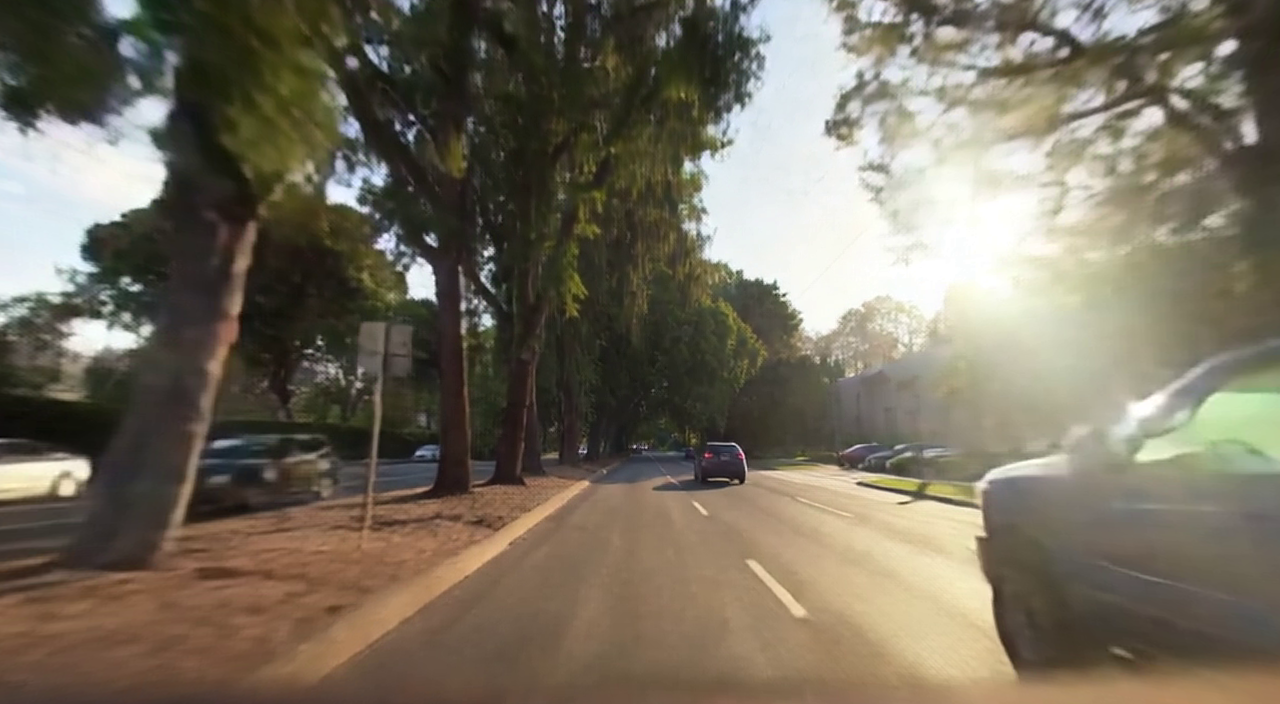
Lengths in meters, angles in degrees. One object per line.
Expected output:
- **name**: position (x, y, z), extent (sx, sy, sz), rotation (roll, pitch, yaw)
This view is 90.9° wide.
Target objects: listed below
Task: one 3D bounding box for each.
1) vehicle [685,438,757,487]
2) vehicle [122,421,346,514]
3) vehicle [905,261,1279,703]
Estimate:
- **vehicle**: position (3.012, 4.209, 24.392), extent (2.108, 1.712, 4.616), rotation (0, -8, -1)
- **vehicle**: position (-8.582, 2.480, 13.936), extent (2.070, 1.703, 4.301), rotation (0, -8, 0)
- **vehicle**: position (3.144, 0.660, 1.481), extent (2.553, 1.942, 5.679), rotation (0, -8, 0)
